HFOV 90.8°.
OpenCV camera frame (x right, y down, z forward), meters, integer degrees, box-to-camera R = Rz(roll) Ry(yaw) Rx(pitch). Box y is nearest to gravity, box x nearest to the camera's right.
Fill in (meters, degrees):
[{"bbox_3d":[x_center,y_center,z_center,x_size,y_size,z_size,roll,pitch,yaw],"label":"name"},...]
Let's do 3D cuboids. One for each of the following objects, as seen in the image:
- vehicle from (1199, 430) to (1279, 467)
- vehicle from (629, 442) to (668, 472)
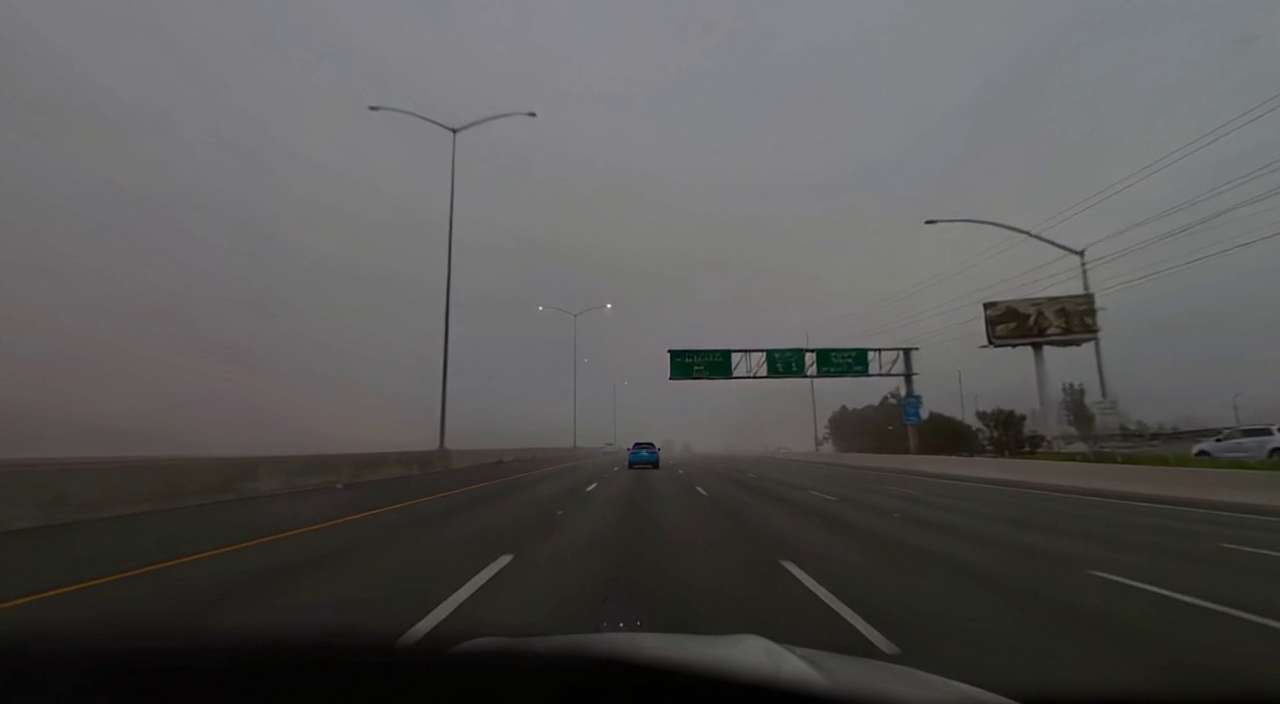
[{"bbox_3d":[26.787,4.038,26.522,2.072,1.495,4.732,1,-9,-5],"label":"vehicle"},{"bbox_3d":[0.490,5.910,35.854,2.074,1.574,3.971,0,-8,1],"label":"vehicle"}]
